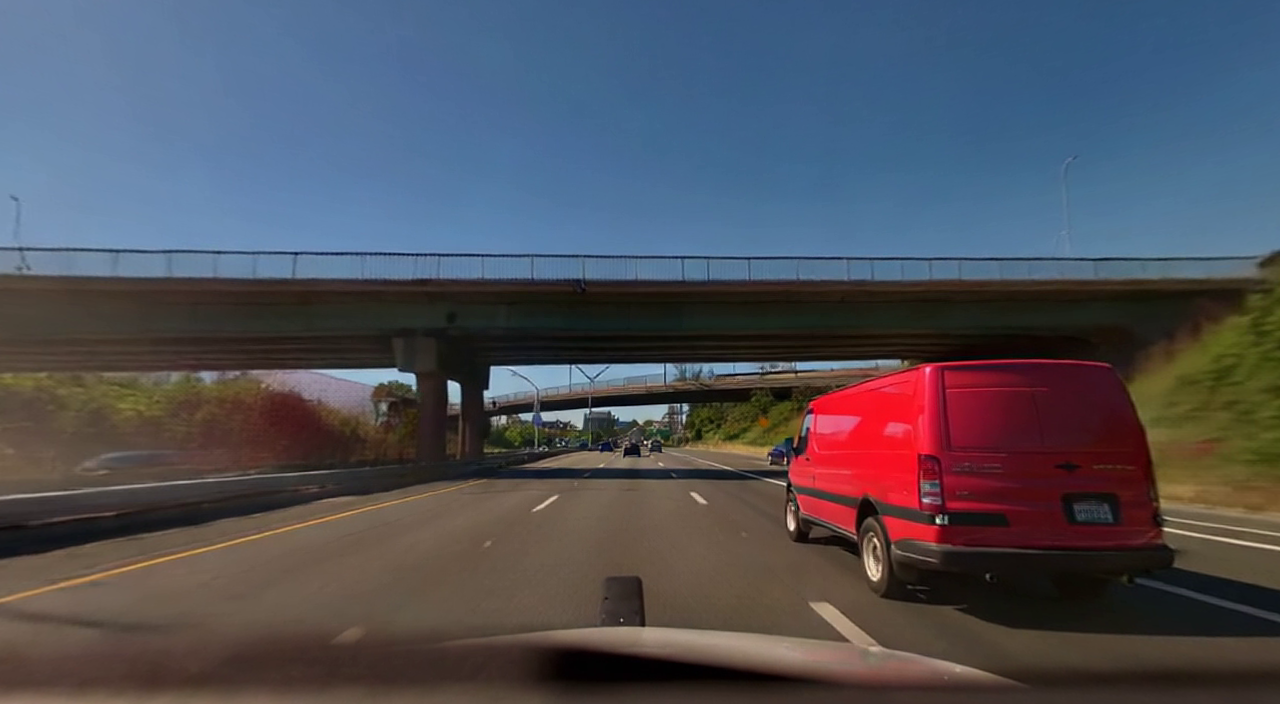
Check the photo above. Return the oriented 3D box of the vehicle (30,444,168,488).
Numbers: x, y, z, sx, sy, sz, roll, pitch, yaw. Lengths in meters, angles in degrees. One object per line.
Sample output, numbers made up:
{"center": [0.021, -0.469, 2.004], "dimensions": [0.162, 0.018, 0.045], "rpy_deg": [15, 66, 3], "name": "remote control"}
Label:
{"center": [-24.717, 5.160, 29.152], "dimensions": [2.086, 1.815, 4.806], "rpy_deg": [0, -8, 0], "name": "vehicle"}
